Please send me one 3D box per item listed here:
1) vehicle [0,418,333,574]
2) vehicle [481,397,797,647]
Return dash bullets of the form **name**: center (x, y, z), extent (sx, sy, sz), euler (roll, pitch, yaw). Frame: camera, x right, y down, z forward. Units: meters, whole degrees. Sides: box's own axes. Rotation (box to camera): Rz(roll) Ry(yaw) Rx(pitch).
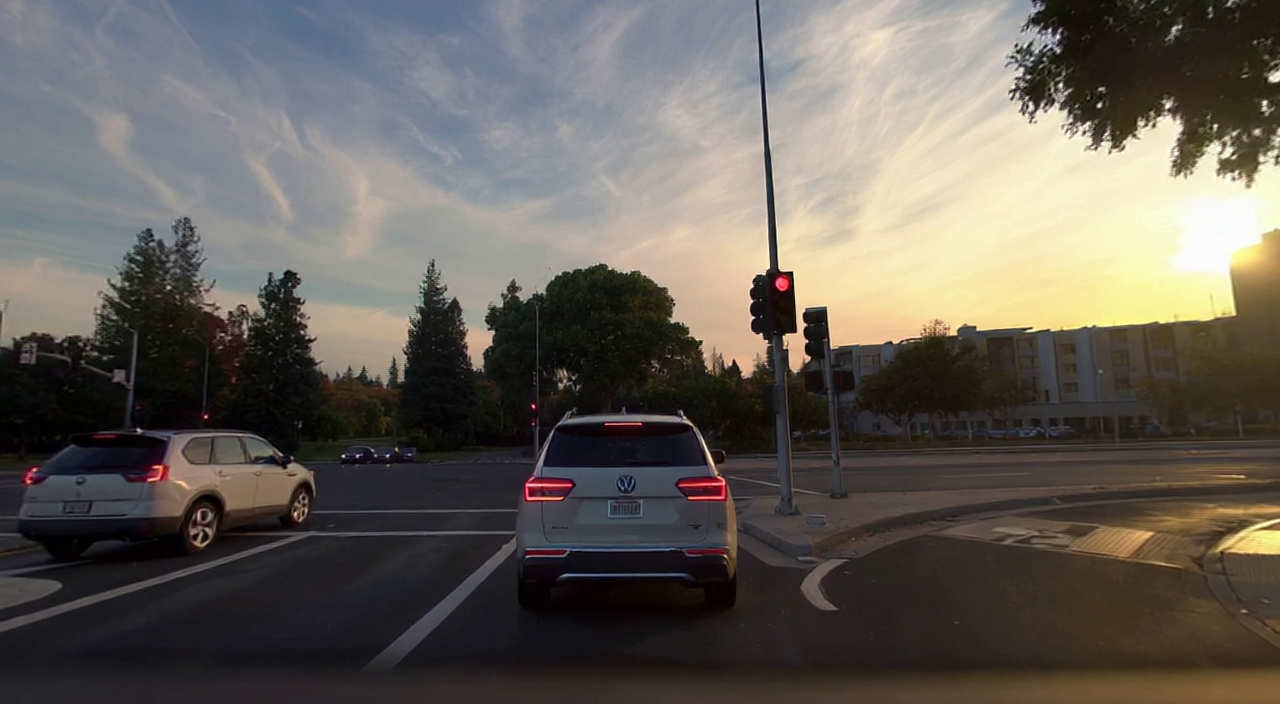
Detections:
- **vehicle**: center (-6.396, 1.904, 9.113), extent (2.020, 1.695, 4.187), euler (1, -9, -5)
- **vehicle**: center (-0.149, 1.461, 6.446), extent (2.154, 1.670, 4.140), euler (0, -9, -4)
